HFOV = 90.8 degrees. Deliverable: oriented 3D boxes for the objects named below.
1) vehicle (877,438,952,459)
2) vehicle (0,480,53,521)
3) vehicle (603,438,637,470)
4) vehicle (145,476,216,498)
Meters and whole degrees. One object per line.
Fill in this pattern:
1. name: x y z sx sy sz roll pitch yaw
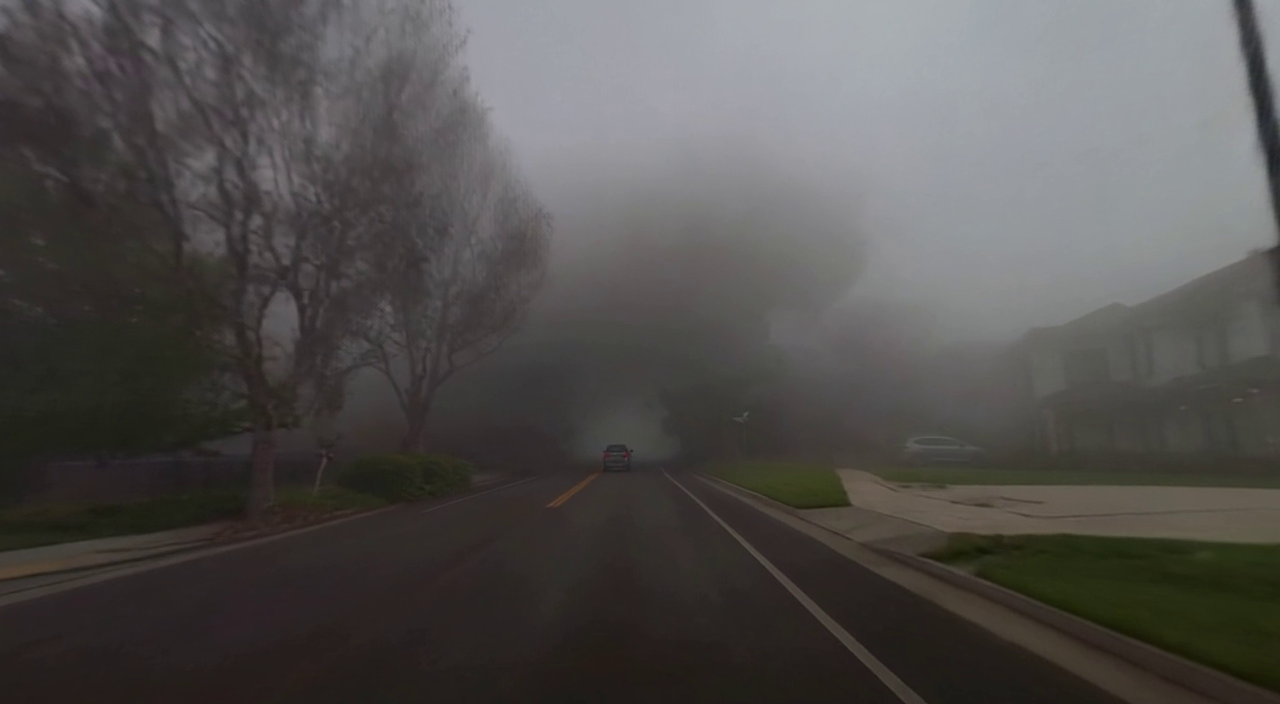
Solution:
1. vehicle: 14.486 5.144 33.627 1.987 1.039 4.499 0 -9 0
2. vehicle: -29.994 6.935 29.683 1.926 1.552 4.355 4 -9 -22
3. vehicle: -1.334 6.974 43.384 2.210 2.023 4.663 0 -9 -1
4. vehicle: -31.005 9.126 42.693 3.502 1.310 1.729 -1 -8 5
